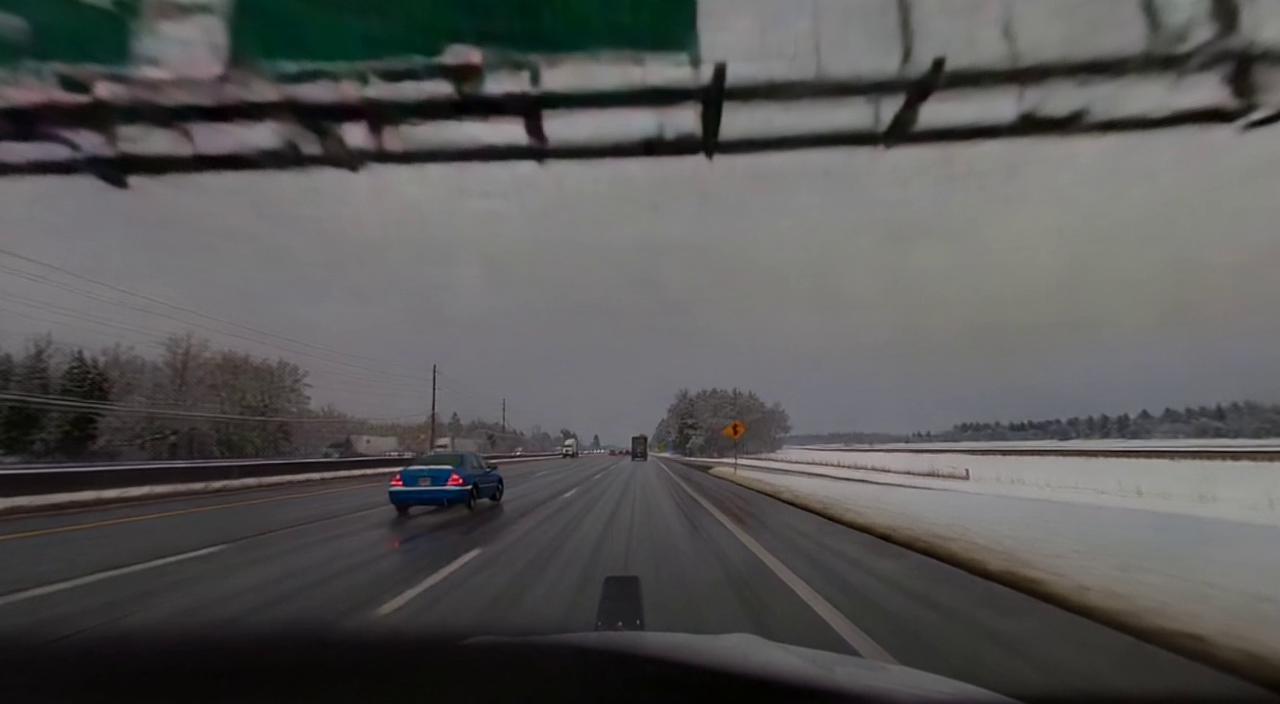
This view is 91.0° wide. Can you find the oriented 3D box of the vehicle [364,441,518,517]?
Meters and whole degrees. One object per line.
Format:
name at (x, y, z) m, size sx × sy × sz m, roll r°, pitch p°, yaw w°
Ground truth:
vehicle at (-4.408, 2.879, 14.818) m, size 2.104 × 1.501 × 4.459 m, roll 0°, pitch -9°, yaw 1°
